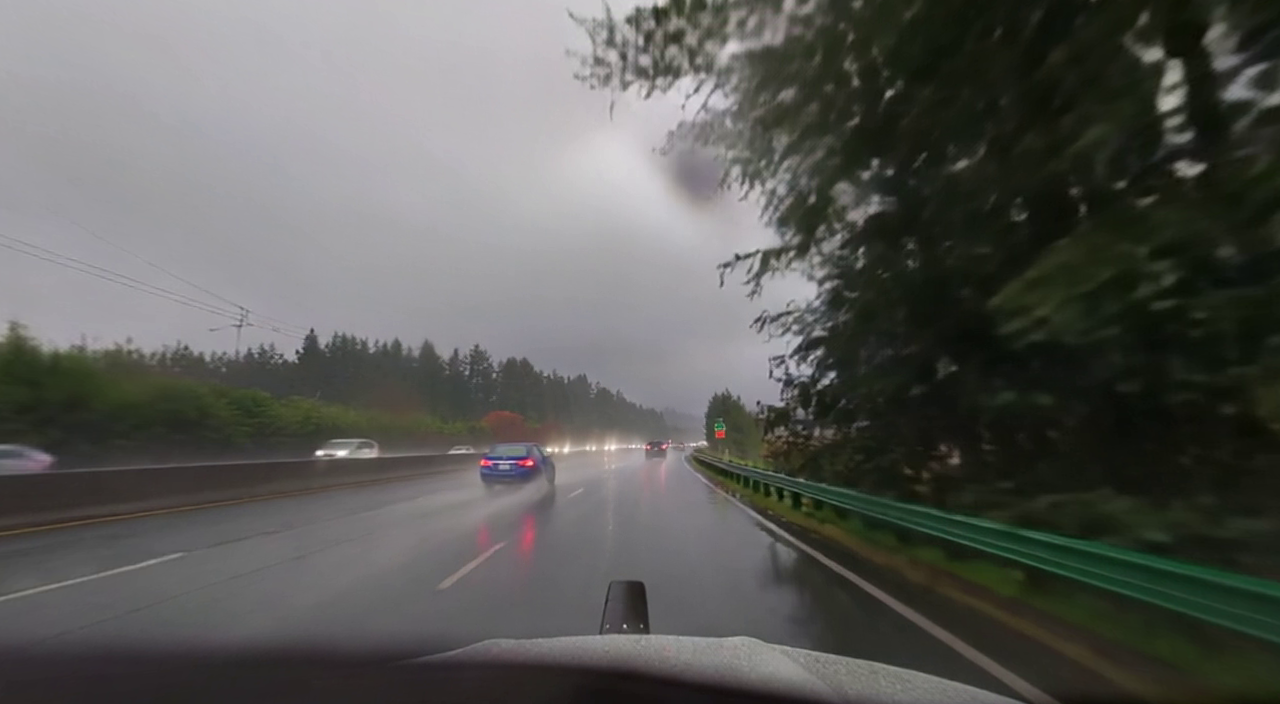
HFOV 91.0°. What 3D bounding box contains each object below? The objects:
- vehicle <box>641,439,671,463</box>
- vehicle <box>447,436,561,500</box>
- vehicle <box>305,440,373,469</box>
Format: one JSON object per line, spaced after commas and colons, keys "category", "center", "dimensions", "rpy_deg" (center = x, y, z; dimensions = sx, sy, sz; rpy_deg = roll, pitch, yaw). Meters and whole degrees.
{"category": "vehicle", "center": [1.254, 7.498, 48.025], "dimensions": [2.176, 1.725, 4.182], "rpy_deg": [0, -8, 3]}
{"category": "vehicle", "center": [-3.506, 3.079, 17.212], "dimensions": [2.021, 1.515, 4.453], "rpy_deg": [0, -8, 2]}
{"category": "vehicle", "center": [-19.072, 6.470, 40.139], "dimensions": [1.998, 1.724, 4.404], "rpy_deg": [0, -8, 2]}
